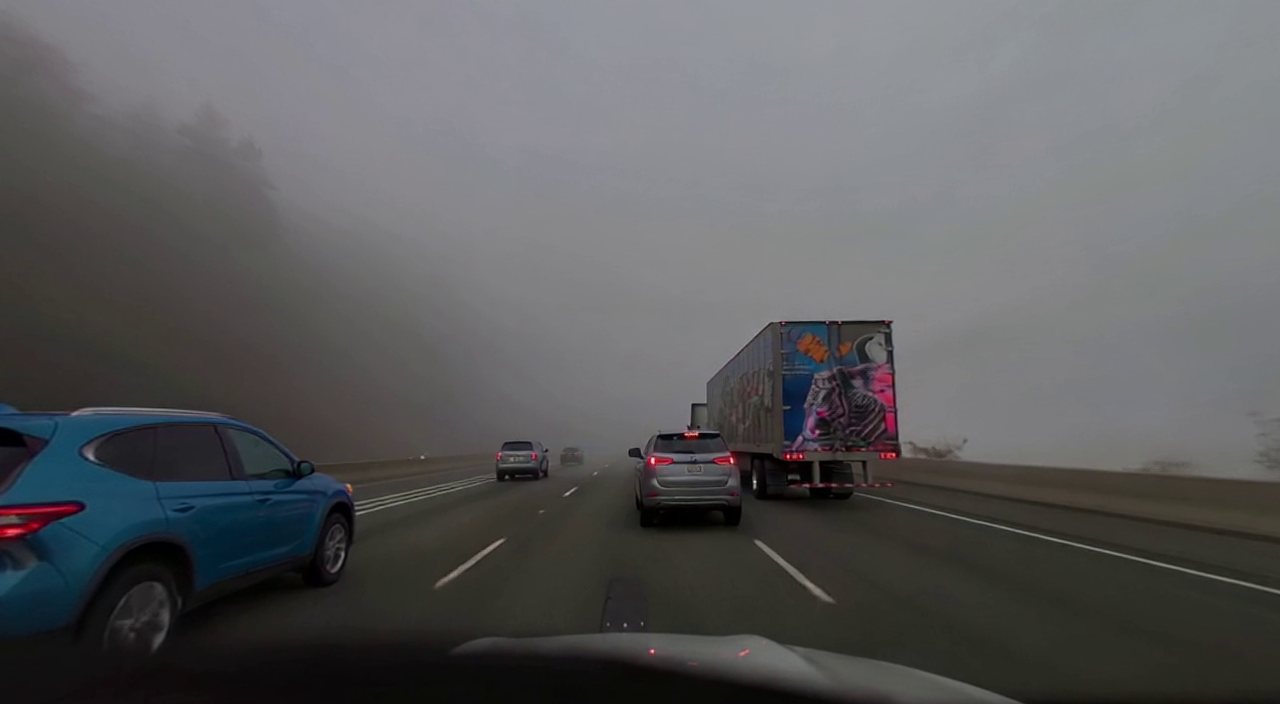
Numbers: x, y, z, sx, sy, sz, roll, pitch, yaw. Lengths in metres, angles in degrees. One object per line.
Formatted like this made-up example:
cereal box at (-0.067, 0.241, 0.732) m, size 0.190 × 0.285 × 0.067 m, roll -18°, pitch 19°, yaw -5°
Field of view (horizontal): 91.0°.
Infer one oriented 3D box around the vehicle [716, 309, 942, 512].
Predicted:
vehicle at (4.605, 2.159, 19.732) m, size 2.828 × 4.081 × 14.220 m, roll 0°, pitch -8°, yaw 1°

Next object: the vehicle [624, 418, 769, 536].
vehicle at (0.756, 2.038, 10.795) m, size 2.017 × 1.662 × 3.543 m, roll 0°, pitch -8°, yaw -2°

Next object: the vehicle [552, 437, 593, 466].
vehicle at (-4.221, 6.283, 39.872) m, size 2.014 × 1.683 × 4.275 m, roll 0°, pitch -8°, yaw 1°

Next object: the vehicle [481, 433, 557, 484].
vehicle at (-4.214, 3.752, 22.516) m, size 1.905 × 1.642 × 3.803 m, roll 0°, pitch -8°, yaw 1°

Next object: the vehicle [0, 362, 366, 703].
vehicle at (-3.999, 1.114, 4.520) m, size 1.983 × 1.666 × 4.452 m, roll 0°, pitch -8°, yaw 1°

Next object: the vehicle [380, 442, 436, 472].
vehicle at (-15.648, 7.097, 42.796) m, size 2.011 × 1.875 × 4.685 m, roll 0°, pitch -8°, yaw 0°
